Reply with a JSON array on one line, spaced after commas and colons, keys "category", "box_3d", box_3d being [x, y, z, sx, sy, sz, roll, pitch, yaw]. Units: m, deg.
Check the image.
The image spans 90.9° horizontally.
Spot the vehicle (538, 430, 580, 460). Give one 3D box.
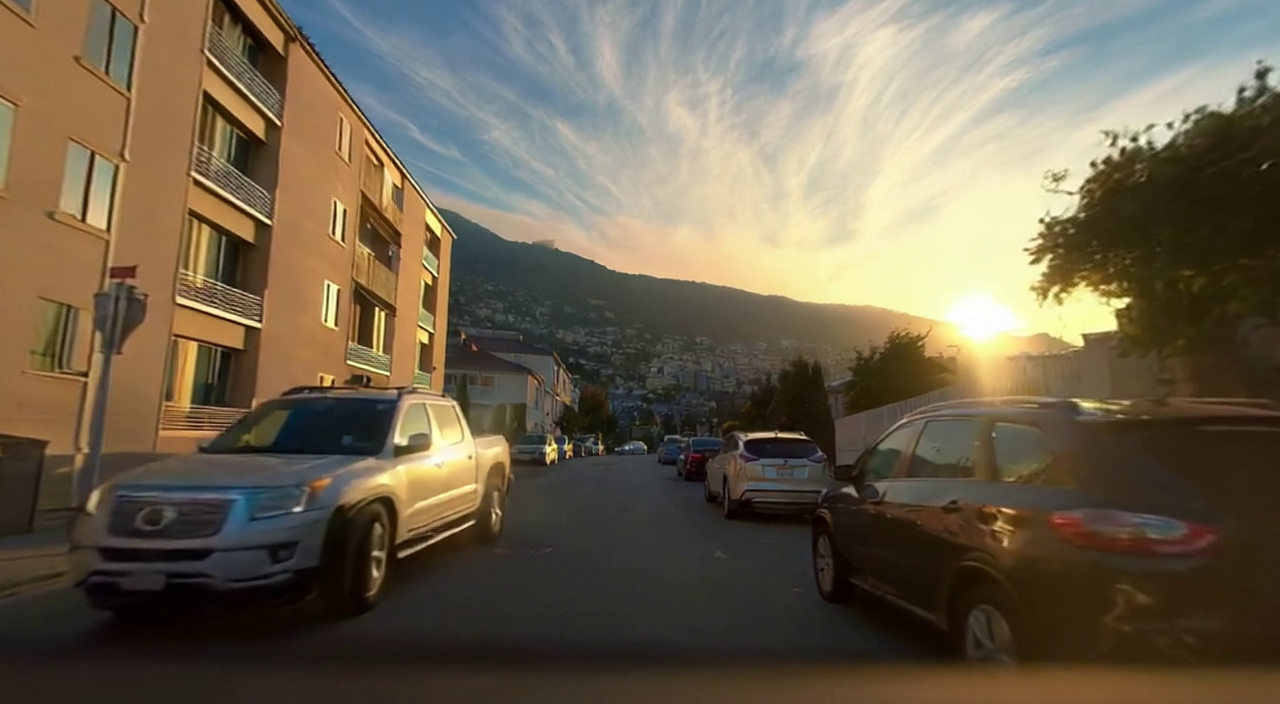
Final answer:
[{"category": "vehicle", "box_3d": [-4.795, 5.563, 37.648, 1.872, 1.484, 3.978, 5, -9, 0]}]

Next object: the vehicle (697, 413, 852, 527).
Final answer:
[{"category": "vehicle", "box_3d": [2.181, 2.028, 11.408, 1.839, 1.678, 3.918, 0, -8, -2]}]

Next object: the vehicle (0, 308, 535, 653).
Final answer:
[{"category": "vehicle", "box_3d": [-2.784, 1.132, 6.638, 2.195, 2.103, 5.420, 0, -8, 3]}]

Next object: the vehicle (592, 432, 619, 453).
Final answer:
[{"category": "vehicle", "box_3d": [-2.619, 6.991, 48.582, 1.845, 1.544, 3.388, 0, -8, 0]}]

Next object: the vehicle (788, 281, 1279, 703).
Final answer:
[{"category": "vehicle", "box_3d": [2.245, 0.942, 3.476, 1.897, 1.717, 4.028, 0, -8, 0]}]
